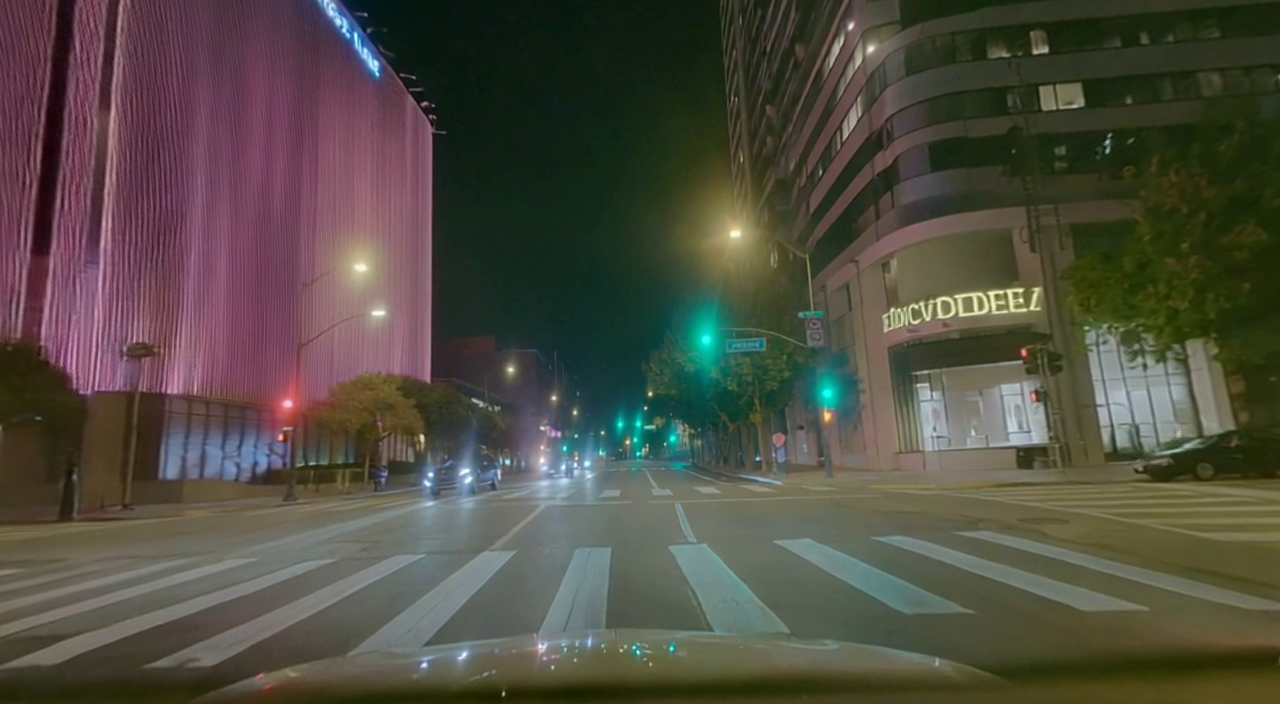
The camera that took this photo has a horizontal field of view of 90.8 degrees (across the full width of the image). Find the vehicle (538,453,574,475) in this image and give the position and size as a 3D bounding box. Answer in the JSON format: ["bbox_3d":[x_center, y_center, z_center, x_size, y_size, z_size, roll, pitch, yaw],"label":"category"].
[{"bbox_3d":[-6.175,8.275,46.791,1.897,1.537,3.770,-1,-9,3],"label":"vehicle"}]

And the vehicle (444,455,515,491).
[{"bbox_3d":[-7.155,5.419,28.565,1.893,1.451,4.276,-1,-9,3],"label":"vehicle"}]
